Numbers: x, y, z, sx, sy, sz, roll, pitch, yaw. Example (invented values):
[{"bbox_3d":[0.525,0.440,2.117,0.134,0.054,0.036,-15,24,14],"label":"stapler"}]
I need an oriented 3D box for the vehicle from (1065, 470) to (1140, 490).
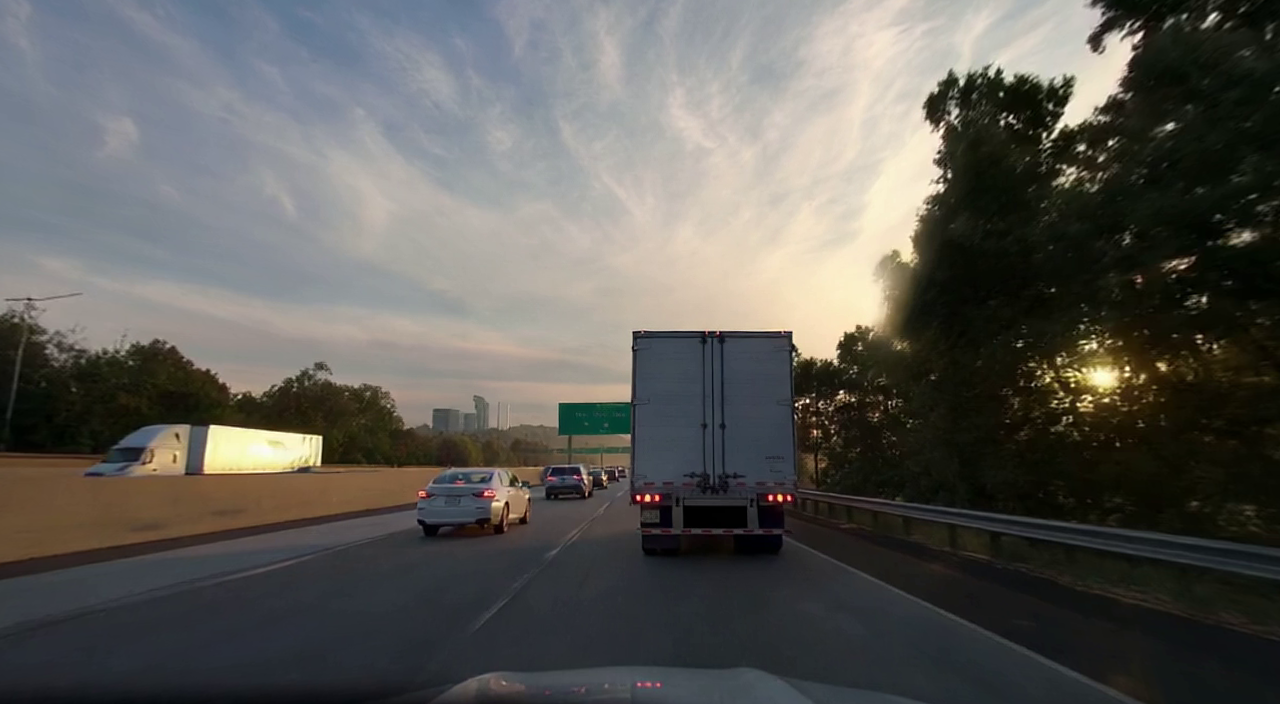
[{"bbox_3d":[36.562,10.113,49.889,4.299,1.465,1.807,-1,-11,8],"label":"vehicle"}]

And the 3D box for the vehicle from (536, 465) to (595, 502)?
[{"bbox_3d":[-3.271,5.932,28.608,1.964,1.482,4.371,0,-11,2],"label":"vehicle"}]

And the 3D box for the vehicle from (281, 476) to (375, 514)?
[{"bbox_3d":[-13.614,6.231,27.768,1.803,1.435,4.256,0,-11,2],"label":"vehicle"}]

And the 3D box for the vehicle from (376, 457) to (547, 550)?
[{"bbox_3d":[-3.352,2.983,12.974,1.983,1.509,4.679,0,-11,2],"label":"vehicle"}]

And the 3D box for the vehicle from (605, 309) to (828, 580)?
[{"bbox_3d":[1.142,1.947,12.634,2.831,3.529,8.689,0,-11,2],"label":"vehicle"}]

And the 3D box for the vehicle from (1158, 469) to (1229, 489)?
[{"bbox_3d":[43.814,10.085,49.891,3.974,1.485,1.709,1,-11,-3],"label":"vehicle"}]

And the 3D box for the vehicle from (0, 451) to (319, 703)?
[{"bbox_3d":[-4.294,1.342,3.982,2.043,1.391,4.515,0,-11,1],"label":"vehicle"}]
